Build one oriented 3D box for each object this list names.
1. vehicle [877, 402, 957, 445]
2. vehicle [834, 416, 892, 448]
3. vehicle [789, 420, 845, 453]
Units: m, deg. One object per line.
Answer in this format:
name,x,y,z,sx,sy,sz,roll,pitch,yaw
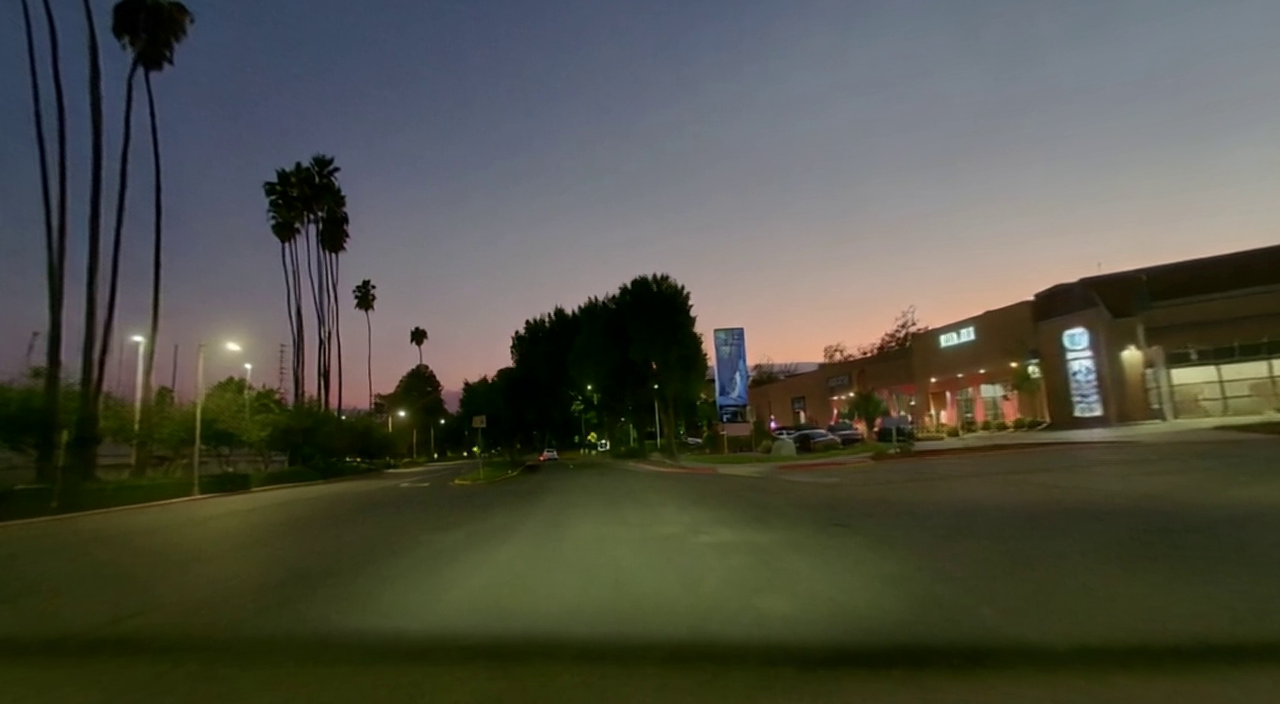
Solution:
vehicle,15.336,4.071,35.153,2.237,1.962,5.424,-9,-9,5
vehicle,12.441,4.539,35.311,2.065,1.687,4.584,-1,-9,7
vehicle,9.857,4.810,35.324,2.196,1.715,4.918,-1,-9,6
